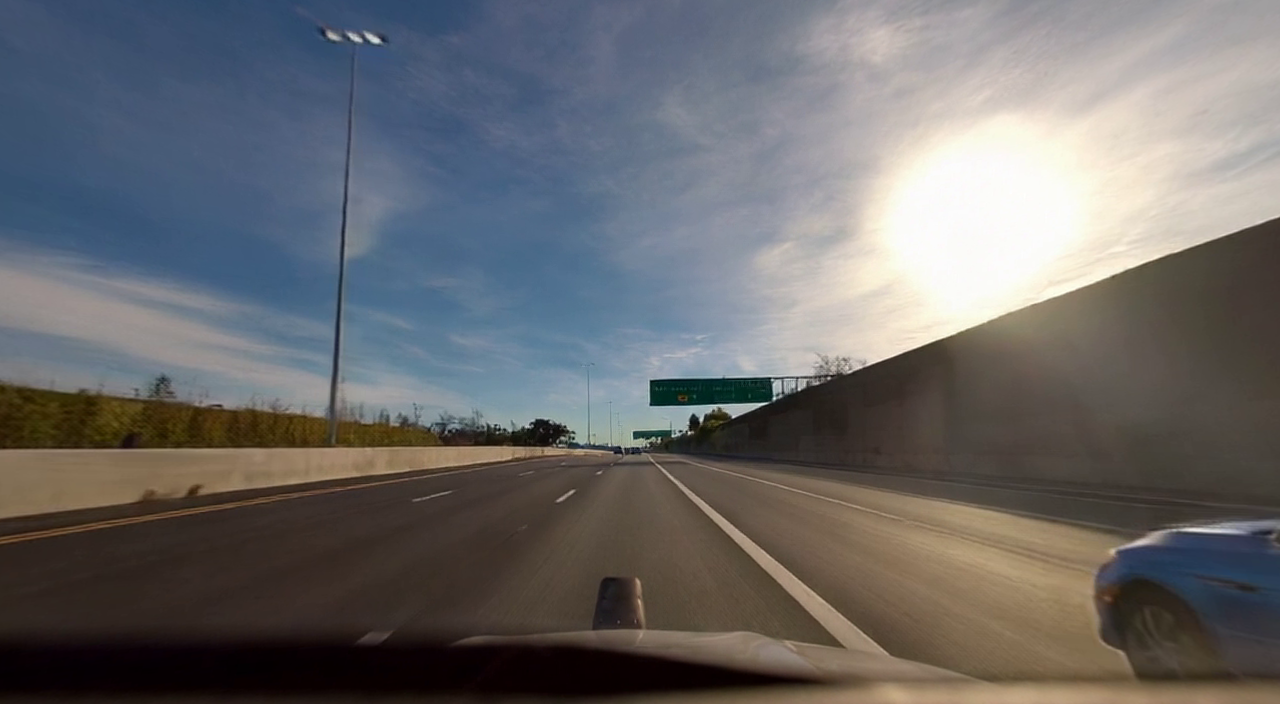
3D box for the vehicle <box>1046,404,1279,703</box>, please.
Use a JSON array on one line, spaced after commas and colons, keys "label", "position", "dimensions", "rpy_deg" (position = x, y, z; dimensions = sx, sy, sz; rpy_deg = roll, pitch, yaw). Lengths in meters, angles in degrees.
[{"label": "vehicle", "position": [3.359, 0.775, 1.252], "dimensions": [1.989, 1.479, 4.670], "rpy_deg": [0, -9, 0]}]
